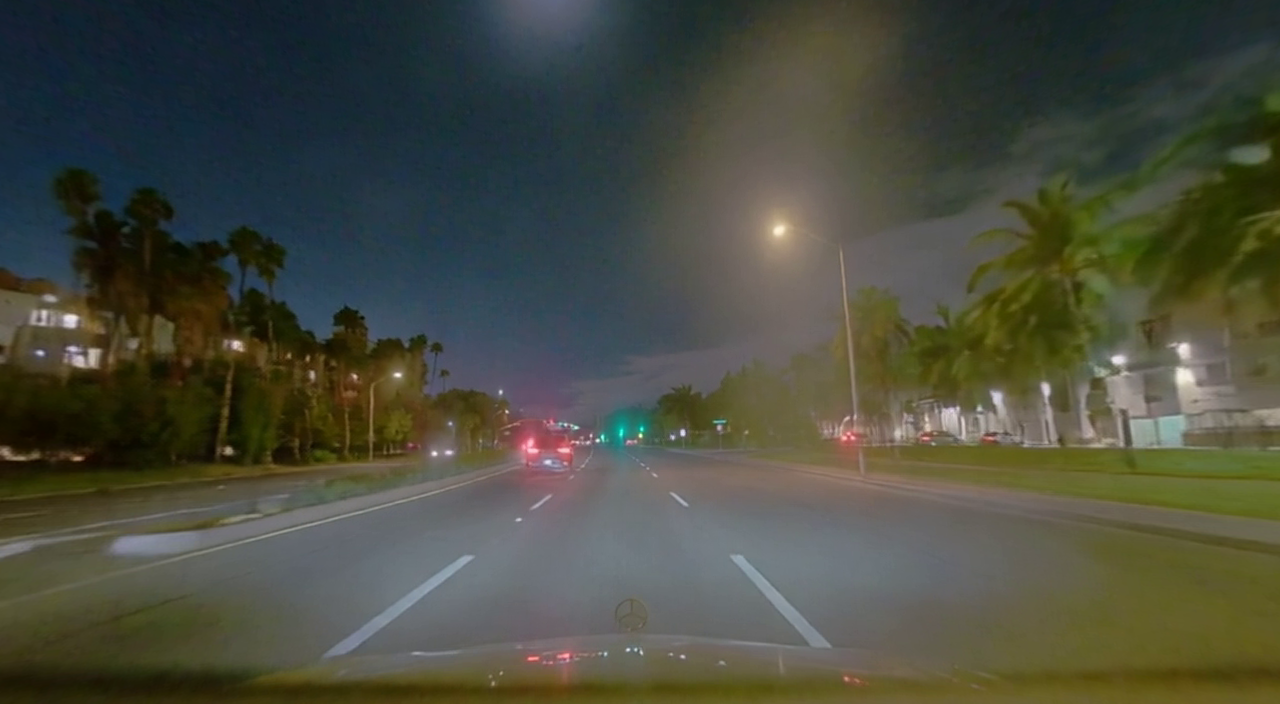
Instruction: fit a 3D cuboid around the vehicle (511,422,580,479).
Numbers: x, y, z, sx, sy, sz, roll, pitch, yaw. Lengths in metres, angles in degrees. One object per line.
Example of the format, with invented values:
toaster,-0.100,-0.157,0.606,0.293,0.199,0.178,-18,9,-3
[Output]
vehicle,-3.947,4.277,27.404,2.507,2.161,6.049,1,-9,-5
